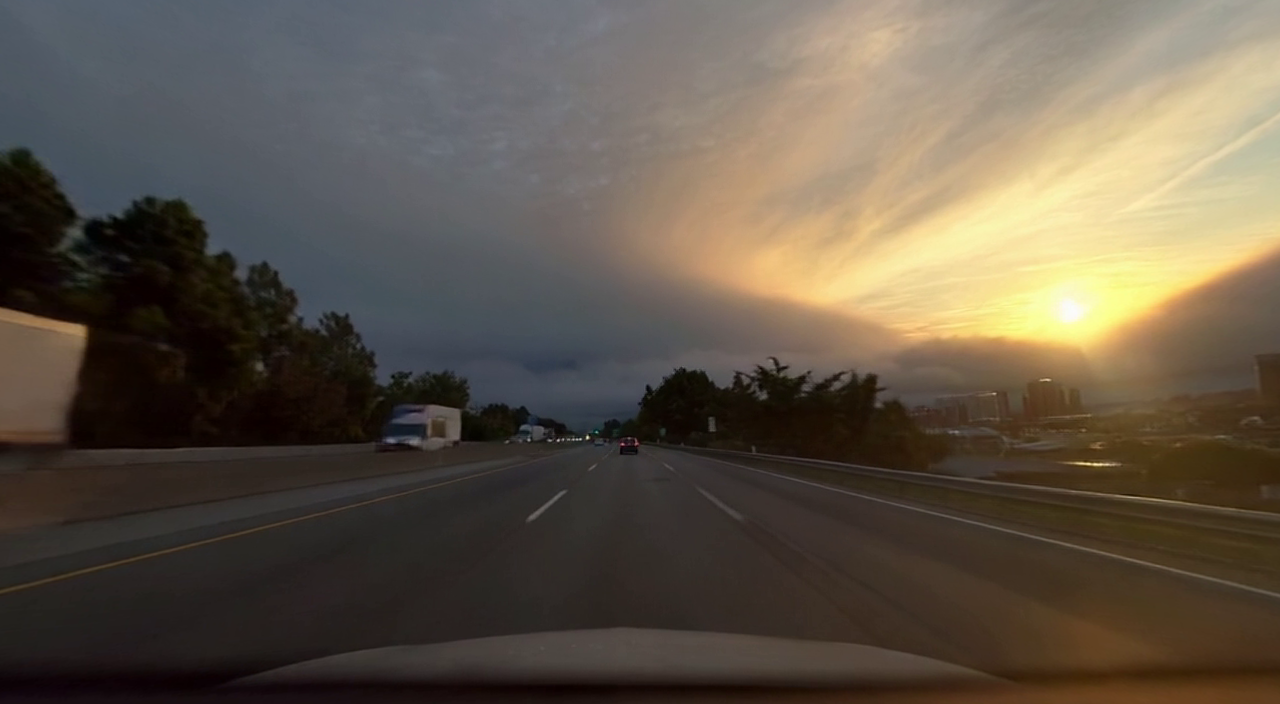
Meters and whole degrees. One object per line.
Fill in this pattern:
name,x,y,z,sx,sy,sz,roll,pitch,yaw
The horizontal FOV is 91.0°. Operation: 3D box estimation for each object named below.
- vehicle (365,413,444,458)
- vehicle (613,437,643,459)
vehicle,-13.096,4.753,35.540,2.372,2.286,5.793,0,-8,-2
vehicle,-0.945,7.060,46.402,2.099,1.504,3.843,0,-8,-2
